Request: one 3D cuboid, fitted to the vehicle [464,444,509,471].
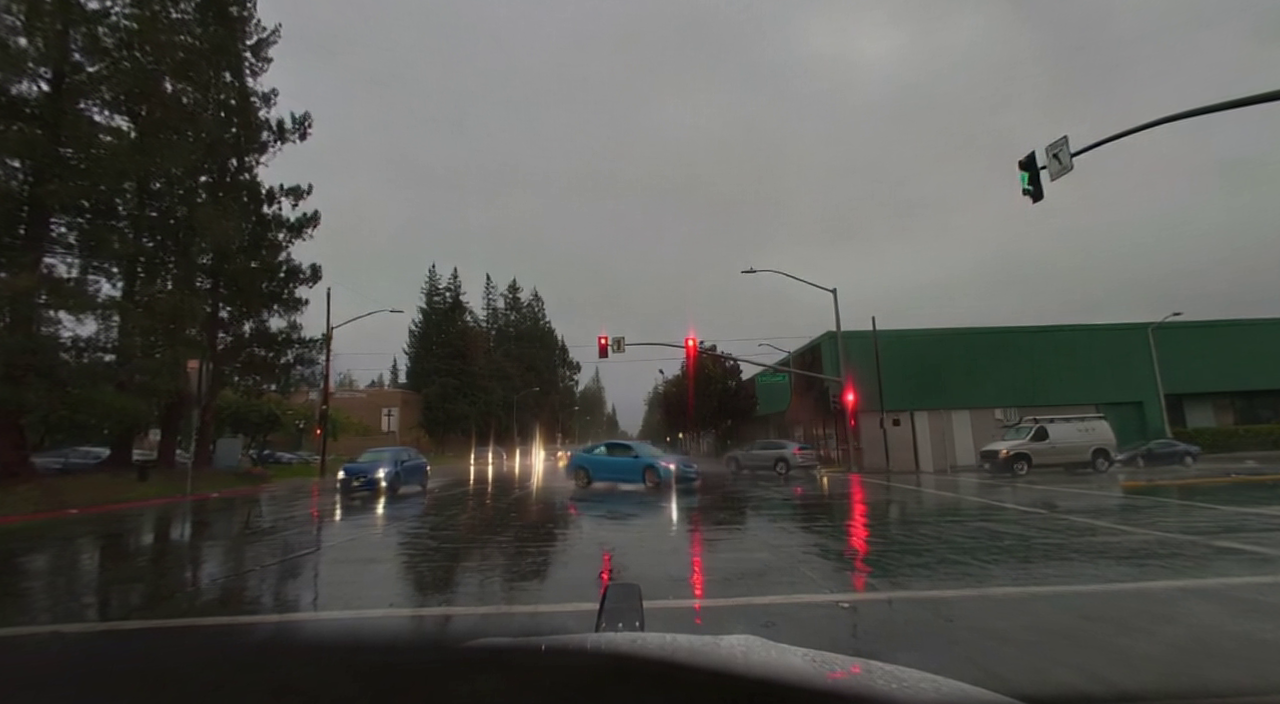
[{"bbox_3d":[-8.931,6.167,37.087,1.779,1.460,4.463,1,-9,-4],"label":"vehicle"}]

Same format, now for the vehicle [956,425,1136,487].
[{"bbox_3d":[14.851,3.771,23.139,5.910,2.046,2.228,3,-9,-19],"label":"vehicle"}]

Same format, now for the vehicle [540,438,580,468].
[{"bbox_3d":[-4.706,6.024,37.747,1.975,1.642,4.846,0,-9,-3],"label":"vehicle"}]

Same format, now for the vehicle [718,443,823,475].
[{"bbox_3d":[6.464,5.357,31.774,4.828,1.453,1.919,-9,-12,44],"label":"vehicle"}]

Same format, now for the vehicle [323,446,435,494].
[{"bbox_3d":[-8.842,4.020,21.907,2.024,1.460,4.381,0,-9,0],"label":"vehicle"}]

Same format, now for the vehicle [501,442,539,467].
[{"bbox_3d":[-8.649,7.403,45.872,2.087,1.718,4.700,0,-9,-3],"label":"vehicle"}]

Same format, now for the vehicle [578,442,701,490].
[{"bbox_3d":[-0.120,3.727,21.029,1.846,1.416,4.228,7,-11,-38],"label":"vehicle"}]
